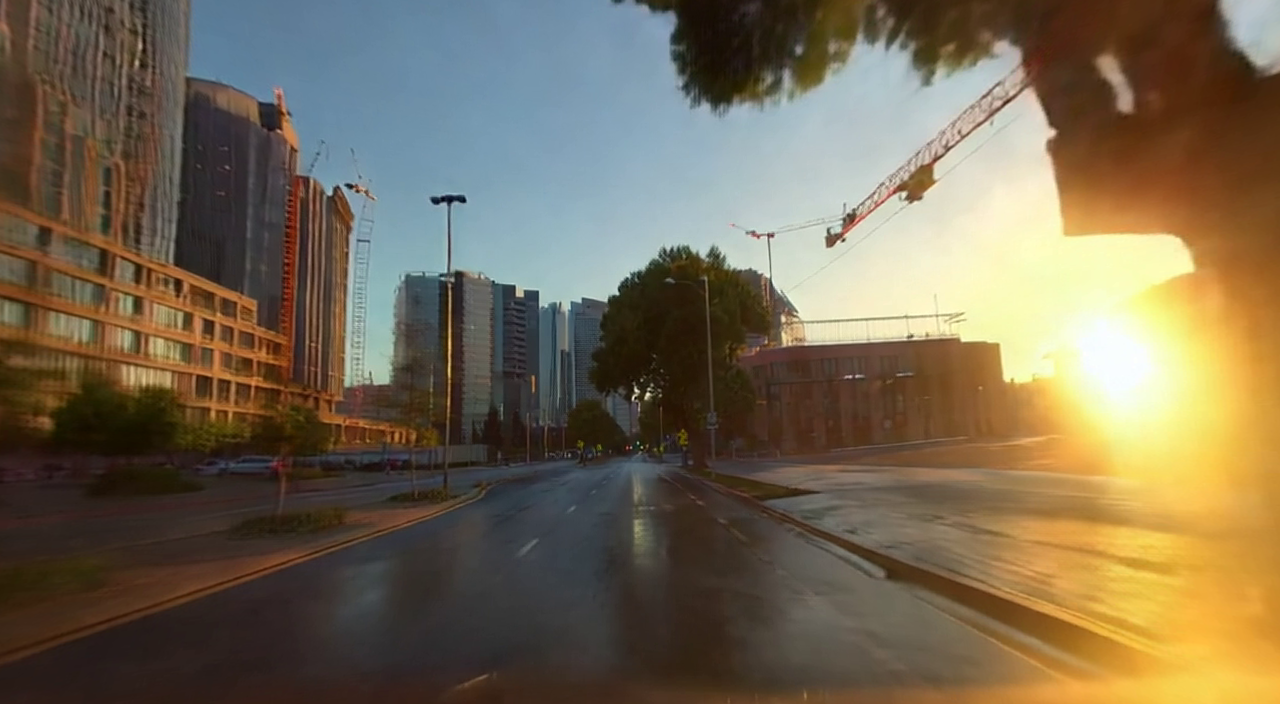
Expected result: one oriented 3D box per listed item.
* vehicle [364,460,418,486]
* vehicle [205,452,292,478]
[{"bbox_3d":[-17.180,8.365,43.670,1.921,1.541,4.541,-1,-8,0],"label":"vehicle"},{"bbox_3d":[-25.497,7.347,41.079,4.308,1.612,1.989,0,-9,-1],"label":"vehicle"}]
